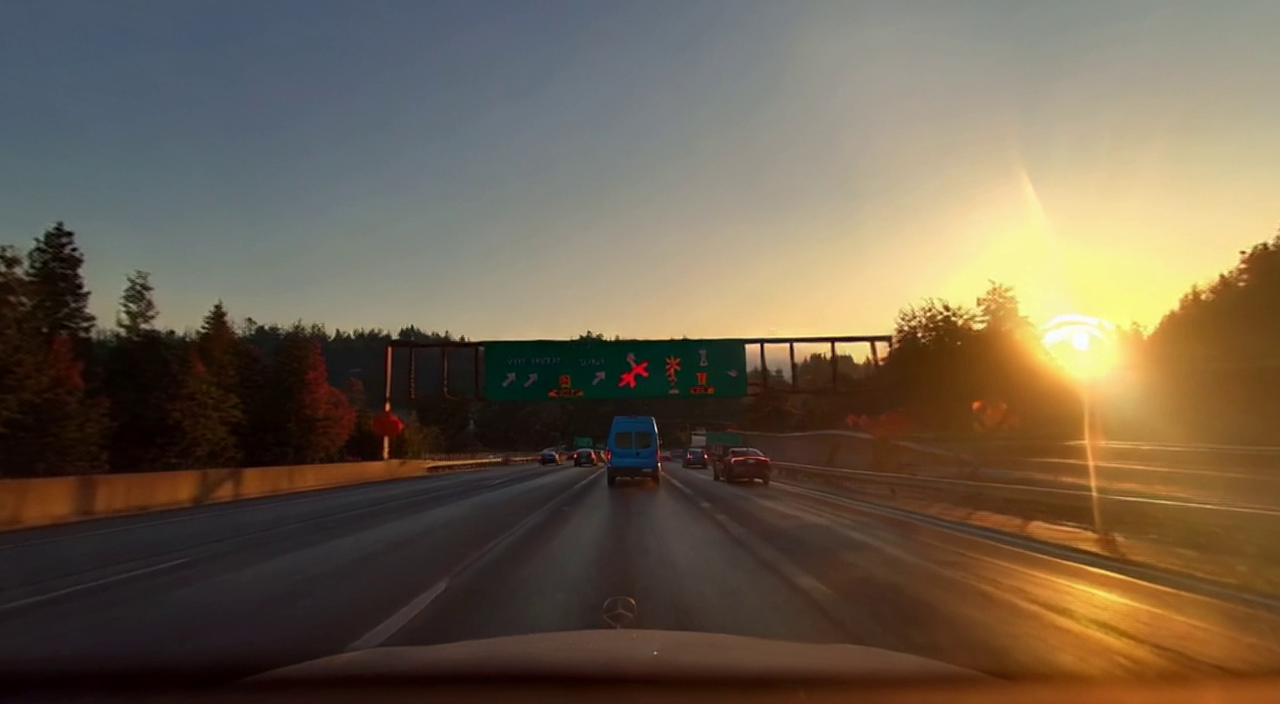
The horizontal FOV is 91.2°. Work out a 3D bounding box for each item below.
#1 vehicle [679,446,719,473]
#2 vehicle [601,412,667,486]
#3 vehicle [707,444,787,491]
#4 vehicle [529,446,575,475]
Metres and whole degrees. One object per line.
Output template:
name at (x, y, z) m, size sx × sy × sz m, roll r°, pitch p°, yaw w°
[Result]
vehicle at (3.447, 6.397, 37.453) m, size 1.978 × 1.510 × 4.462 m, roll 0°, pitch -9°, yaw 1°
vehicle at (-0.260, 3.766, 24.369) m, size 2.268 × 2.551 × 5.144 m, roll 0°, pitch -9°, yaw -1°
vehicle at (3.700, 4.102, 22.635) m, size 2.015 × 1.491 × 4.732 m, roll 0°, pitch -9°, yaw -1°
vehicle at (-4.990, 6.218, 36.131) m, size 2.003 × 1.498 × 4.386 m, roll 0°, pitch -9°, yaw 1°
